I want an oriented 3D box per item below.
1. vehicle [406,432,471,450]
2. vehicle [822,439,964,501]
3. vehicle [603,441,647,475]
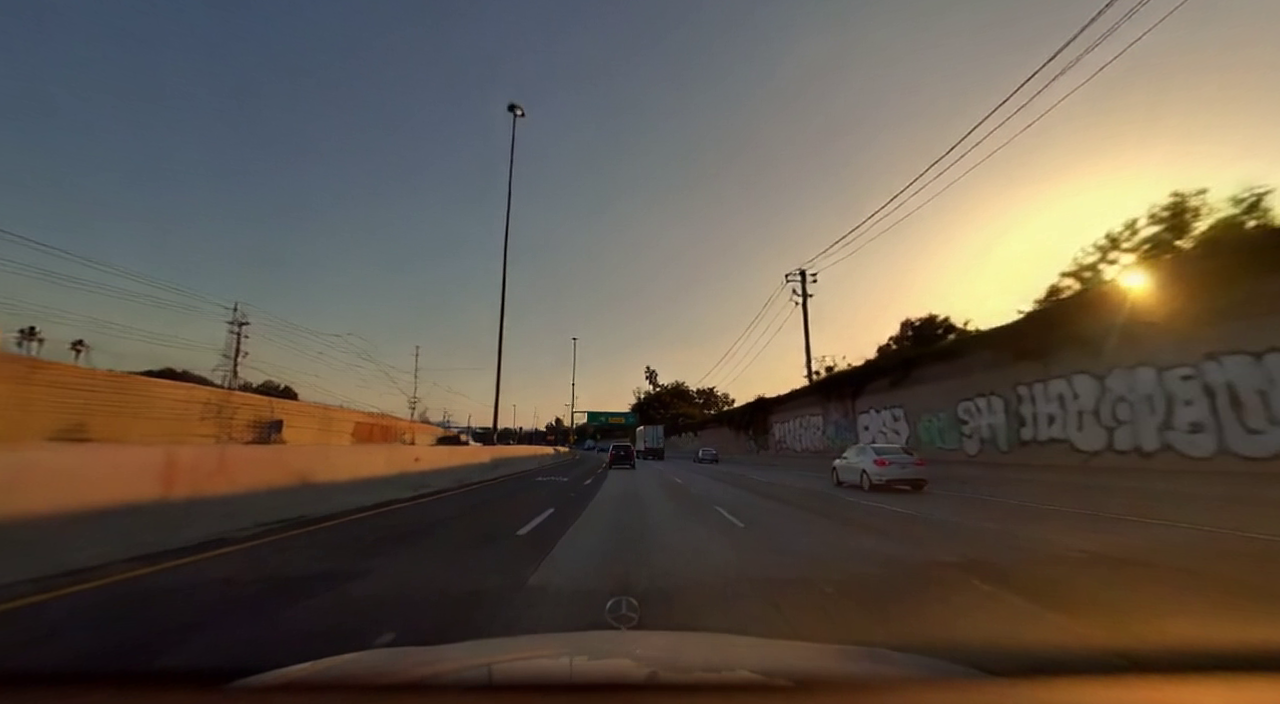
[{"bbox_3d":[-10.113,4.535,31.989,1.953,0.845,4.123,0,-9,0],"label":"vehicle"},{"bbox_3d":[7.004,3.300,18.143,2.032,1.525,4.631,0,-9,-1],"label":"vehicle"},{"bbox_3d":[-0.803,5.560,33.284,2.191,1.685,3.353,0,-9,-1],"label":"vehicle"}]
